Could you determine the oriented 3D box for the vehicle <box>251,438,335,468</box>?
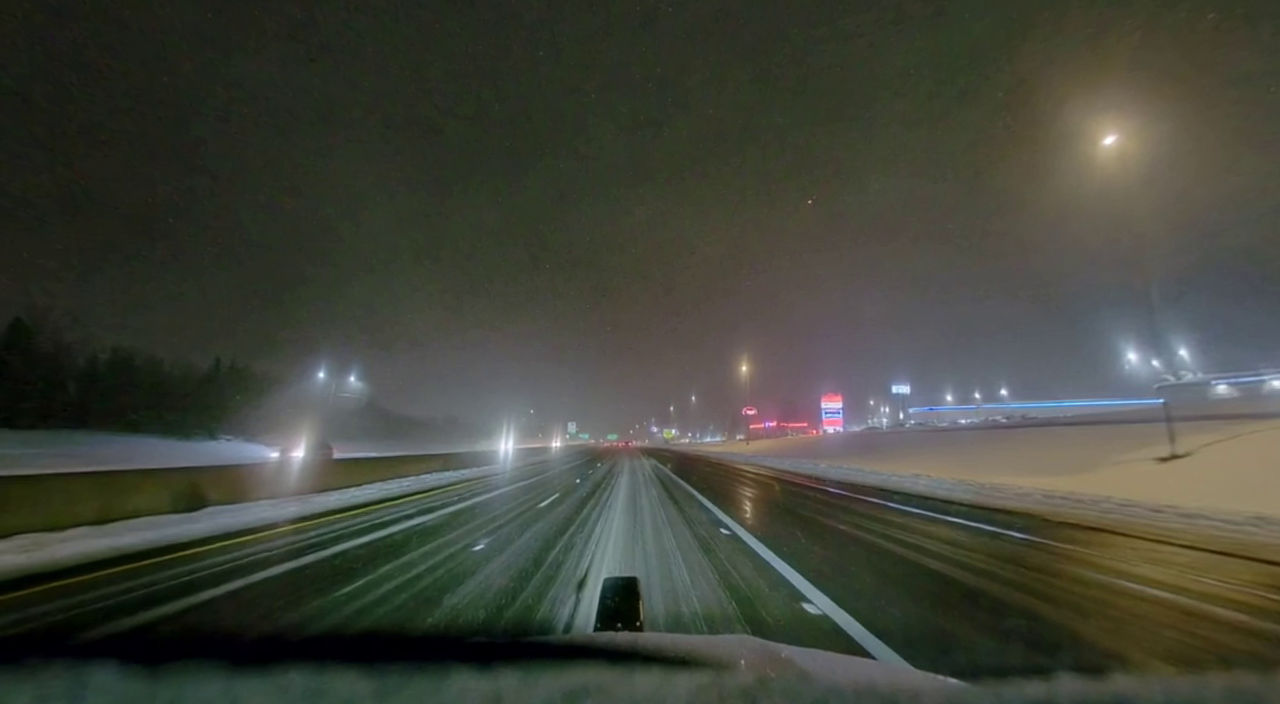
[{"bbox_3d":[-18.843,5.514,34.472,1.912,1.521,4.726,0,-9,0],"label":"vehicle"}]
